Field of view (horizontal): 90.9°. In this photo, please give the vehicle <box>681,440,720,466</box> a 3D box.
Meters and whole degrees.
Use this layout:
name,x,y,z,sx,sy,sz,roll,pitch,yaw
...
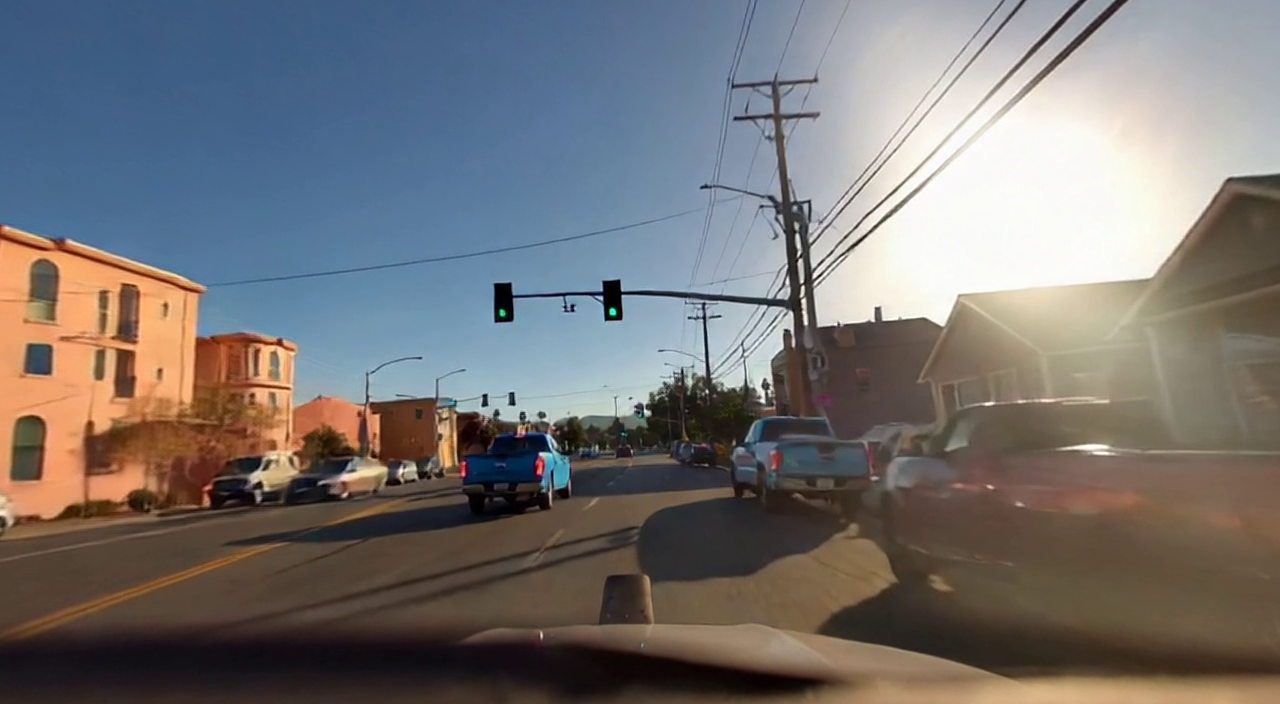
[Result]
name,x,y,z,sx,sy,sz,roll,pitch,yaw
vehicle,3.777,6.398,40.035,2.012,1.491,4.333,-1,-9,0

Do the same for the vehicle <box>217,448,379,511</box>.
name,x,y,z,sx,sy,sz,roll,pitch,yaw
vehicle,-11.636,4.329,22.099,2.429,1.857,5.587,-1,-9,2

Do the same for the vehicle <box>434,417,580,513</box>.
name,x,y,z,sx,sy,sz,roll,pitch,yaw
vehicle,-2.923,2.672,15.334,2.242,1.890,5.306,-1,-9,2

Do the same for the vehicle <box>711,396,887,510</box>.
name,x,y,z,sx,sy,sz,roll,pitch,yaw
vehicle,3.203,2.305,14.580,2.415,2.004,6.589,-1,-9,1

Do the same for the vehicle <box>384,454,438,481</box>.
name,x,y,z,sx,sy,sz,roll,pitch,yaw
vehicle,-15.225,7.685,42.168,2.026,1.617,3.933,-1,-8,2

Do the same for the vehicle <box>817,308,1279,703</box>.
name,x,y,z,sx,sy,sz,roll,pitch,yaw
vehicle,3.144,1.031,4.848,2.052,1.750,4.679,0,-9,-2
